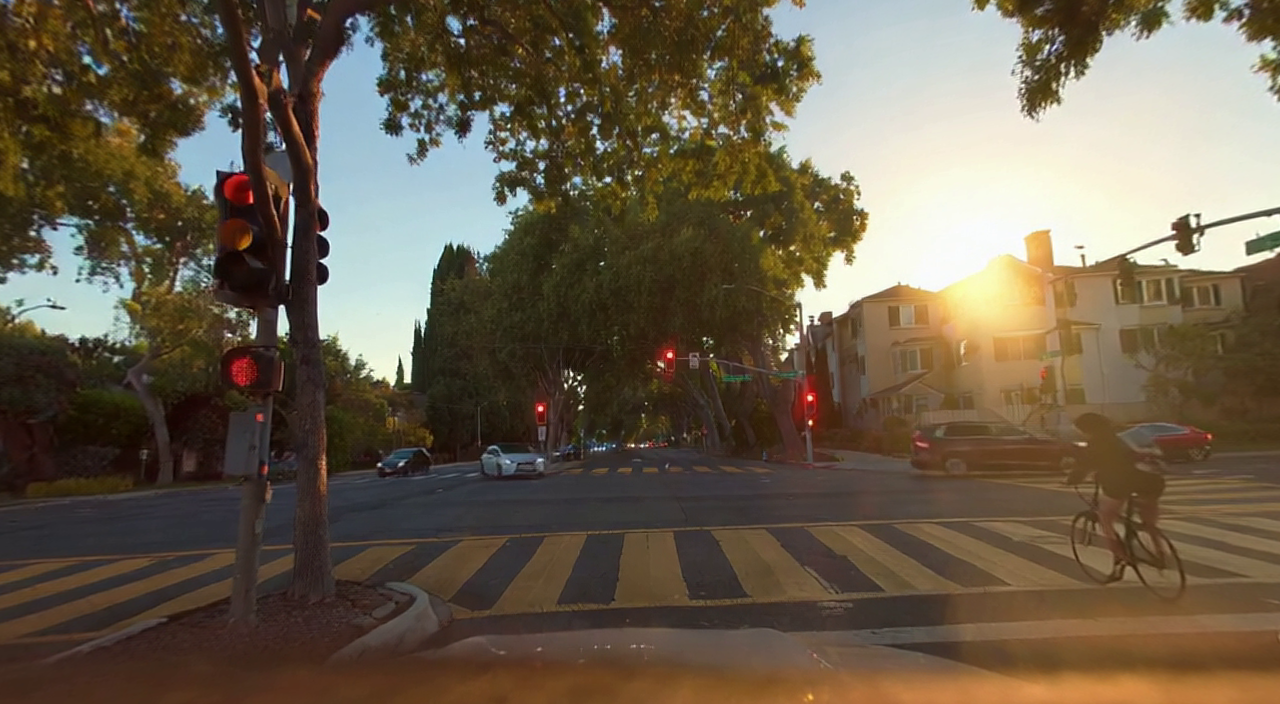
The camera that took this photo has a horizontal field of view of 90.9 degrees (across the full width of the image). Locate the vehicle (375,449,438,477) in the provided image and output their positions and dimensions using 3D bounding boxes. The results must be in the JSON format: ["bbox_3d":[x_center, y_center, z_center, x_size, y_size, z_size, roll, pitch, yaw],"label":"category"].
[{"bbox_3d":[-13.466,6.387,36.595,1.973,1.511,4.299,0,-9,0],"label":"vehicle"}]

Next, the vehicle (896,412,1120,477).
[{"bbox_3d":[10.590,2.760,18.664,5.188,1.731,2.191,-2,-9,14],"label":"vehicle"}]

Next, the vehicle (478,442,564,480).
[{"bbox_3d":[-5.250,4.672,27.334,2.017,1.496,4.749,5,-10,-32],"label":"vehicle"}]

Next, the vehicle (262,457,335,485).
[{"bbox_3d":[-20.797,7.244,38.626,1.872,1.455,4.576,0,-9,0],"label":"vehicle"}]

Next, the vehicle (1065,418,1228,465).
[{"bbox_3d":[17.375,3.100,21.774,3.969,1.493,1.823,0,-9,1],"label":"vehicle"}]
